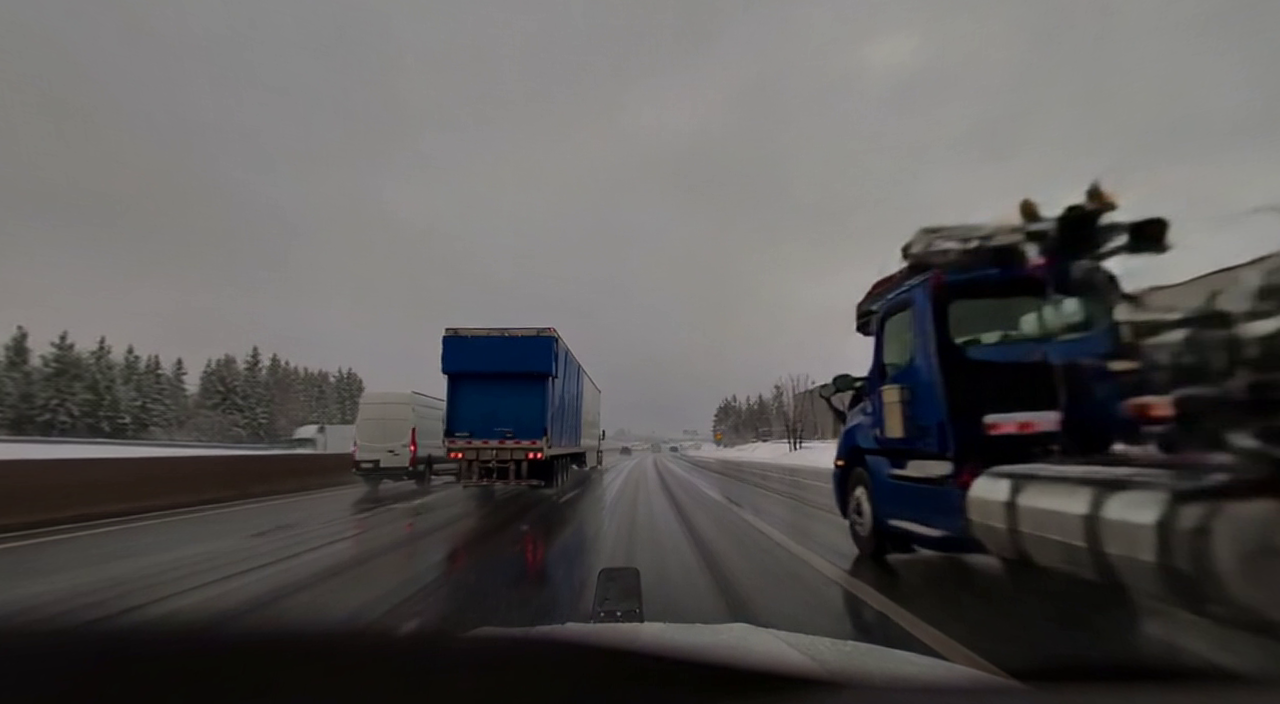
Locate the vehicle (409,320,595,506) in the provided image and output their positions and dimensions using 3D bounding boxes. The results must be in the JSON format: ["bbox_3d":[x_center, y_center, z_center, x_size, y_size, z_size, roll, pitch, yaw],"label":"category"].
[{"bbox_3d":[-3.636,2.593,22.235,2.939,4.132,16.303,-1,-9,0],"label":"vehicle"}]

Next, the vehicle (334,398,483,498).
[{"bbox_3d":[-6.965,3.014,20.025,2.385,2.672,6.049,0,-8,0],"label":"vehicle"}]
